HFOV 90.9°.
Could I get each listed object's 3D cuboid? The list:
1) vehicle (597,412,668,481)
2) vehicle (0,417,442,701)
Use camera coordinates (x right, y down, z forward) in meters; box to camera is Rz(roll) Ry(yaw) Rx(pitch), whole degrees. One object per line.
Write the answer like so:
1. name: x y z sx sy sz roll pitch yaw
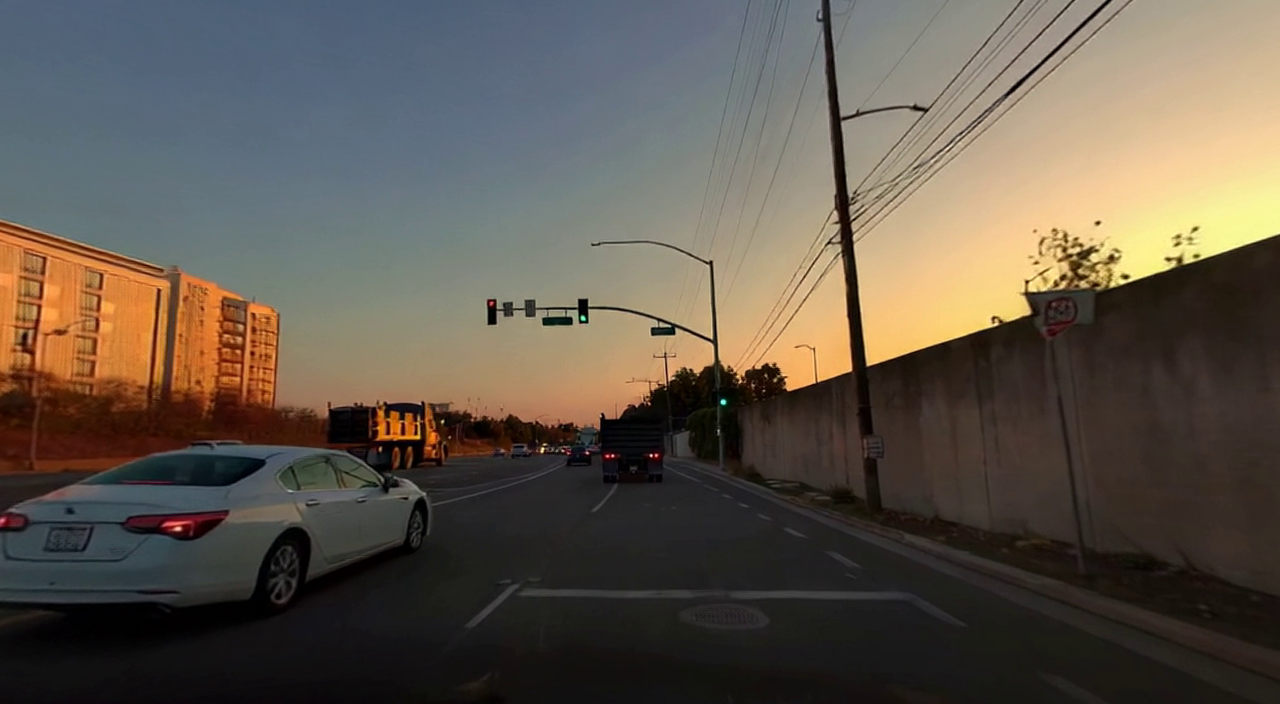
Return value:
1. vehicle: -0.345 3.553 23.830 2.355 2.305 5.336 0 -9 -2
2. vehicle: -3.710 1.462 5.882 2.019 1.480 4.966 0 -8 1
